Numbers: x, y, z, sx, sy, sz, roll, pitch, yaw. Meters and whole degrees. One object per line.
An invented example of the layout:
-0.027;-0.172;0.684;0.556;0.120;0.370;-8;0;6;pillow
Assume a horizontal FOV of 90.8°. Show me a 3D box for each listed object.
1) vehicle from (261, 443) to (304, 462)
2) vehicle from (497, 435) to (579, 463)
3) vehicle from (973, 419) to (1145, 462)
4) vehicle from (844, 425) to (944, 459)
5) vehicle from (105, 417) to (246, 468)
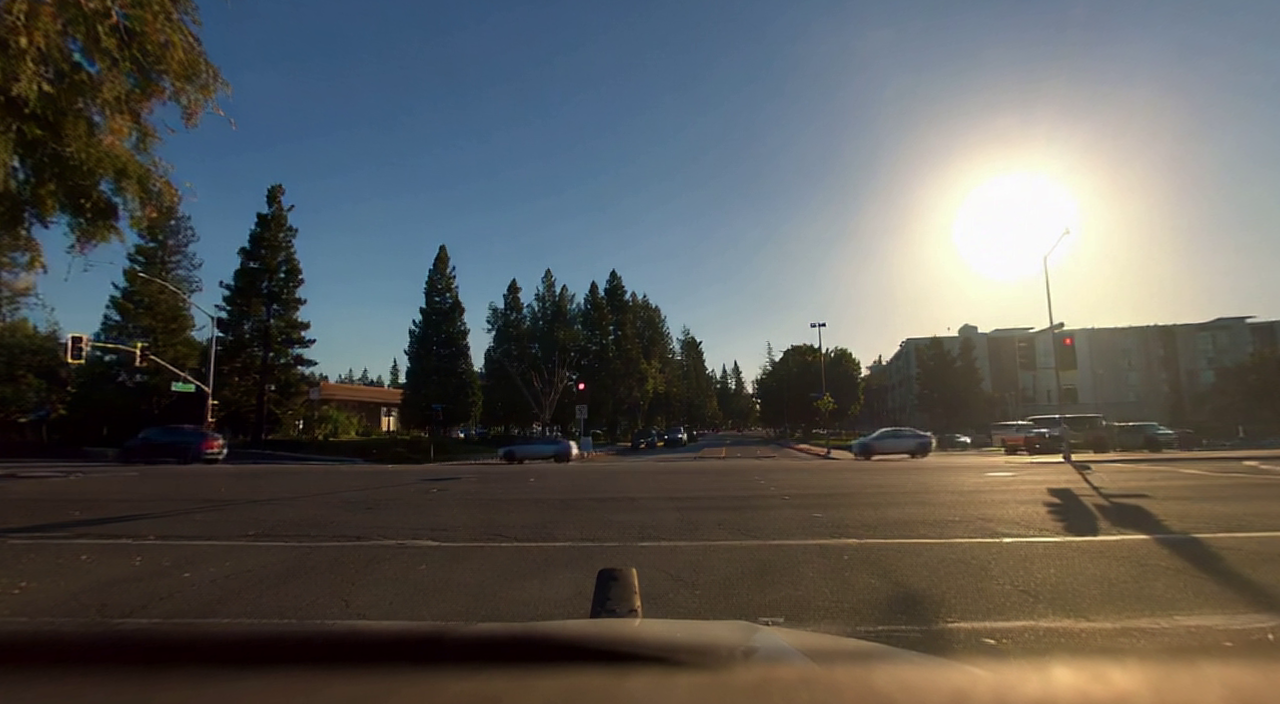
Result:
-28.023;7.883;49.619;2.235;1.417;4.272;3;-9;-21;vehicle
-5.993;5.721;37.302;4.370;1.592;1.886;-2;-9;10;vehicle
15.042;3.210;22.933;4.749;1.461;1.892;-1;-9;9;vehicle
13.468;4.815;33.799;4.590;1.701;1.881;-2;-9;11;vehicle
-30.834;6.013;42.043;7.790;3.197;2.653;-1;-9;10;vehicle
